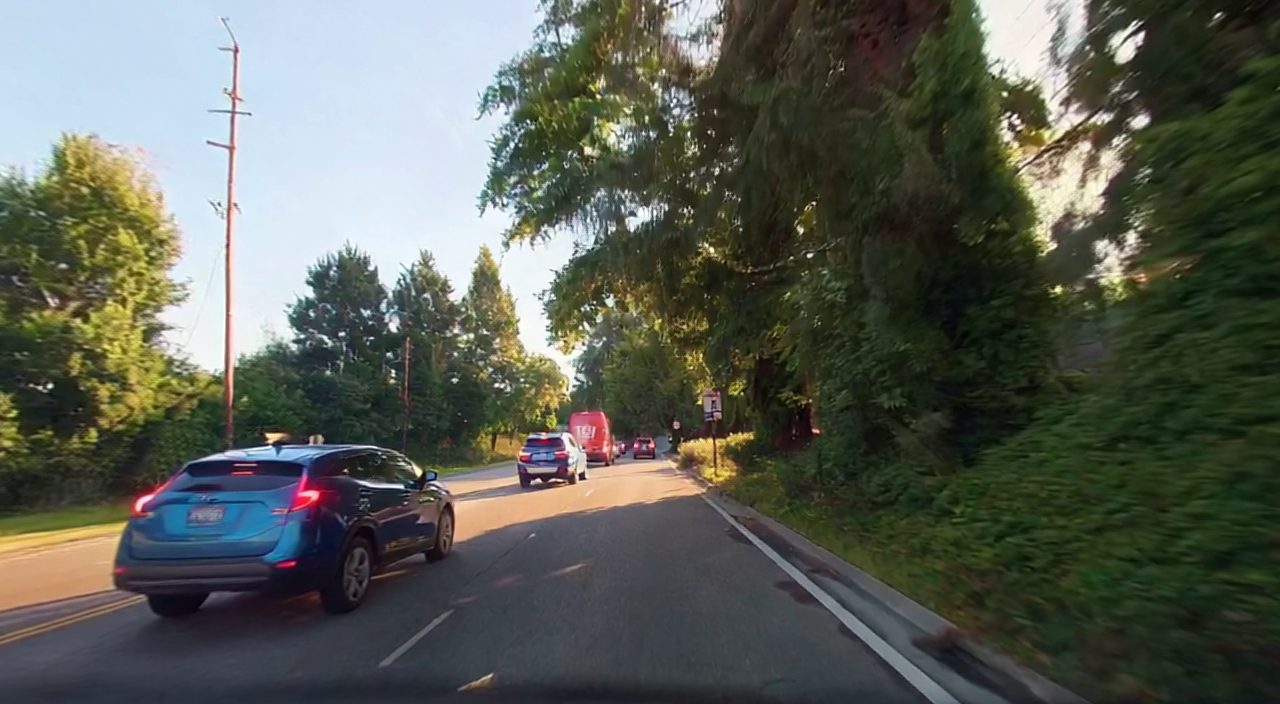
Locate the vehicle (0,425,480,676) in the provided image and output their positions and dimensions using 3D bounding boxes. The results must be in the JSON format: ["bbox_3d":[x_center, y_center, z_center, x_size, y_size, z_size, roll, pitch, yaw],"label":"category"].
[{"bbox_3d":[-3.199,1.526,6.147,1.966,1.466,4.699,0,-8,1],"label":"vehicle"}]

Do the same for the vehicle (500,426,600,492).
[{"bbox_3d":[-2.649,3.360,20.173,2.187,1.821,5.501,-1,-8,2],"label":"vehicle"}]
